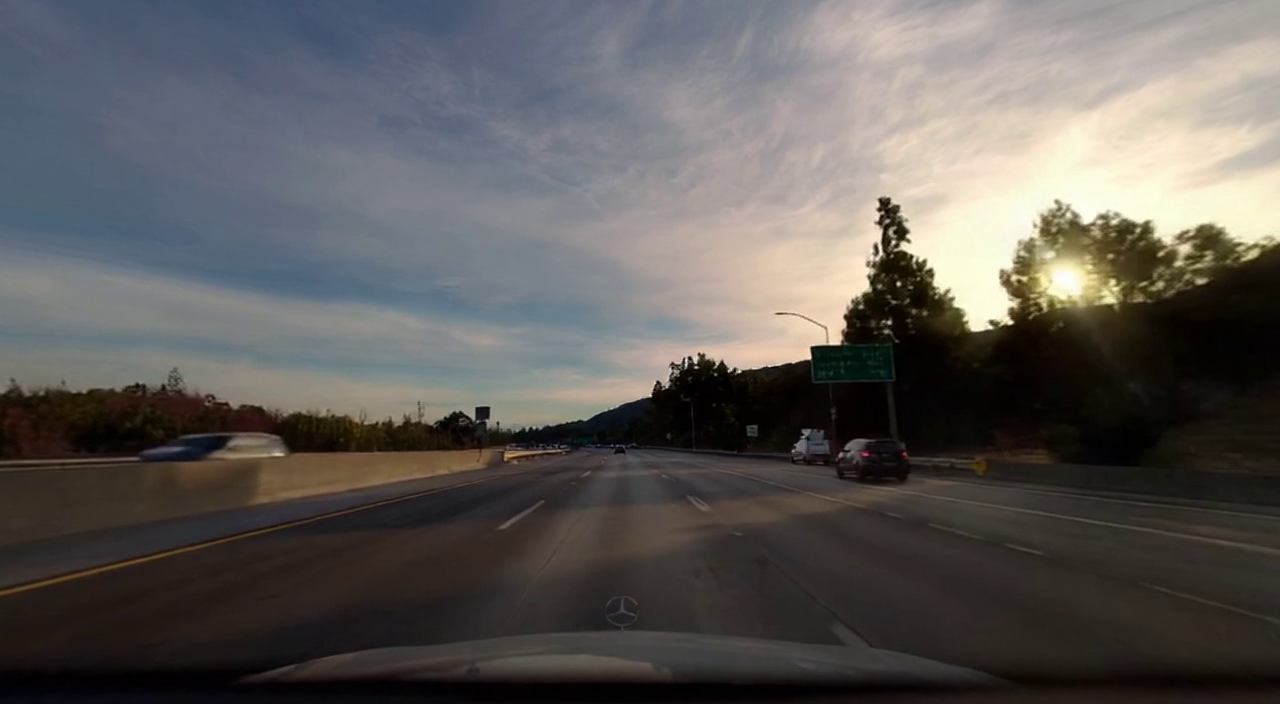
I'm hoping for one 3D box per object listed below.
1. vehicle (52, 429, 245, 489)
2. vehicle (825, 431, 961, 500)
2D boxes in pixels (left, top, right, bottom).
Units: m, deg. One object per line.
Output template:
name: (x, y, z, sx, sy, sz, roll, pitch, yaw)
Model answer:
vehicle: (-14.319, 3.159, 18.863, 2.089, 1.559, 4.558, 0, -9, 0)
vehicle: (6.875, 3.123, 17.740, 2.081, 1.705, 3.926, 0, -9, -2)
